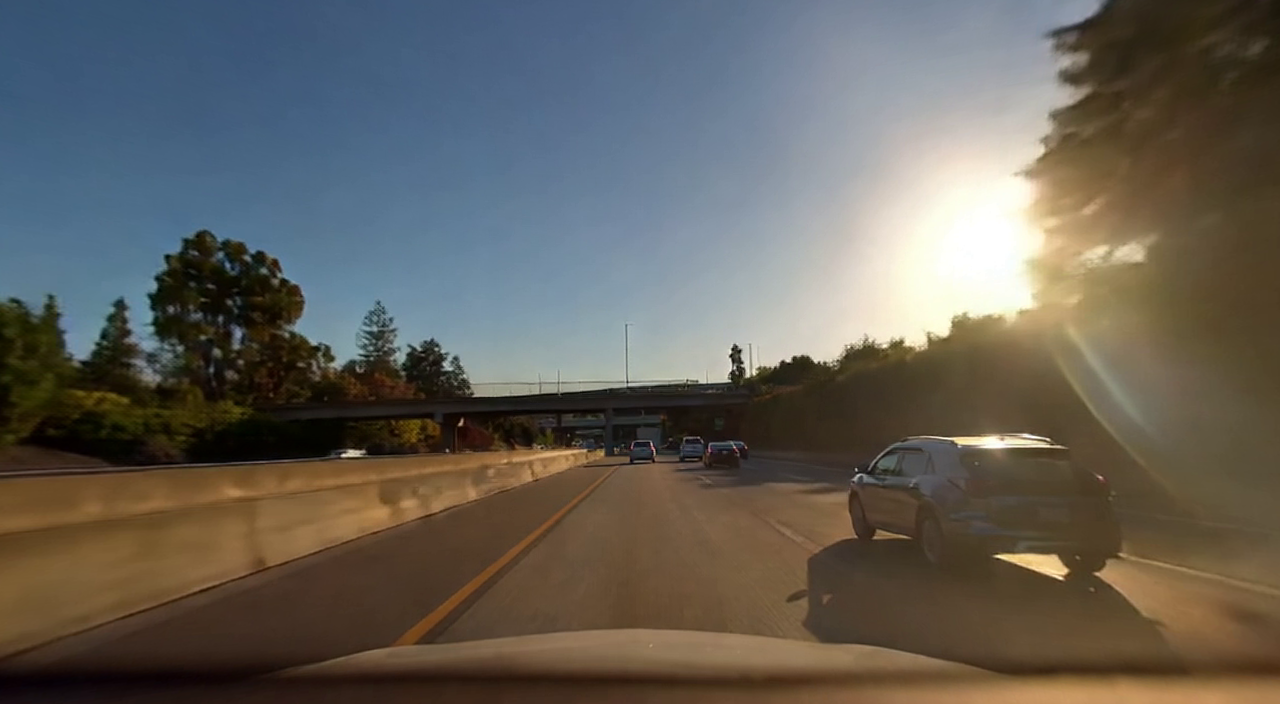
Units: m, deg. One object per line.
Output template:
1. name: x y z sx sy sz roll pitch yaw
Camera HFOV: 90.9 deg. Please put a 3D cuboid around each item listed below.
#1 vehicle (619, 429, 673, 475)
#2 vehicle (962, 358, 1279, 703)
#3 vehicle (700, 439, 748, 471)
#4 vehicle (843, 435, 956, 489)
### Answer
1. vehicle: 0.224 4.335 27.562 2.189 1.852 4.038 0 -8 0
2. vehicle: 3.734 0.916 3.085 2.003 1.661 4.418 -1 -8 1
3. vehicle: 4.204 5.190 32.104 1.825 1.487 4.034 0 -8 -1
4. vehicle: 8.087 3.459 20.146 1.810 1.516 4.183 0 -8 0
